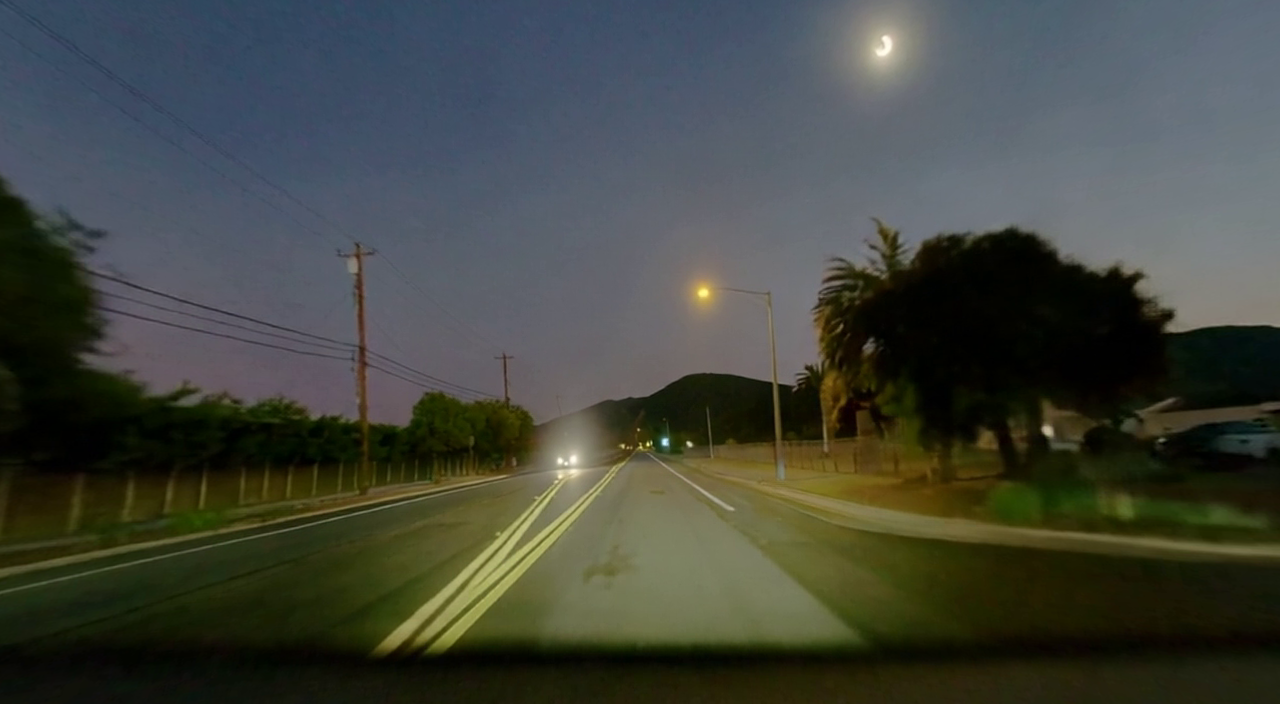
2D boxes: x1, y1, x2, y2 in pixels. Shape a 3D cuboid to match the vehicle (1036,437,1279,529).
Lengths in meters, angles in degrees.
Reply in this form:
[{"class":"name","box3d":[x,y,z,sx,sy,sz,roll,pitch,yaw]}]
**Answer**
[{"class":"vehicle","box3d":[10.300,2.366,11.677,4.540,1.505,2.021,-3,-9,21]}]
